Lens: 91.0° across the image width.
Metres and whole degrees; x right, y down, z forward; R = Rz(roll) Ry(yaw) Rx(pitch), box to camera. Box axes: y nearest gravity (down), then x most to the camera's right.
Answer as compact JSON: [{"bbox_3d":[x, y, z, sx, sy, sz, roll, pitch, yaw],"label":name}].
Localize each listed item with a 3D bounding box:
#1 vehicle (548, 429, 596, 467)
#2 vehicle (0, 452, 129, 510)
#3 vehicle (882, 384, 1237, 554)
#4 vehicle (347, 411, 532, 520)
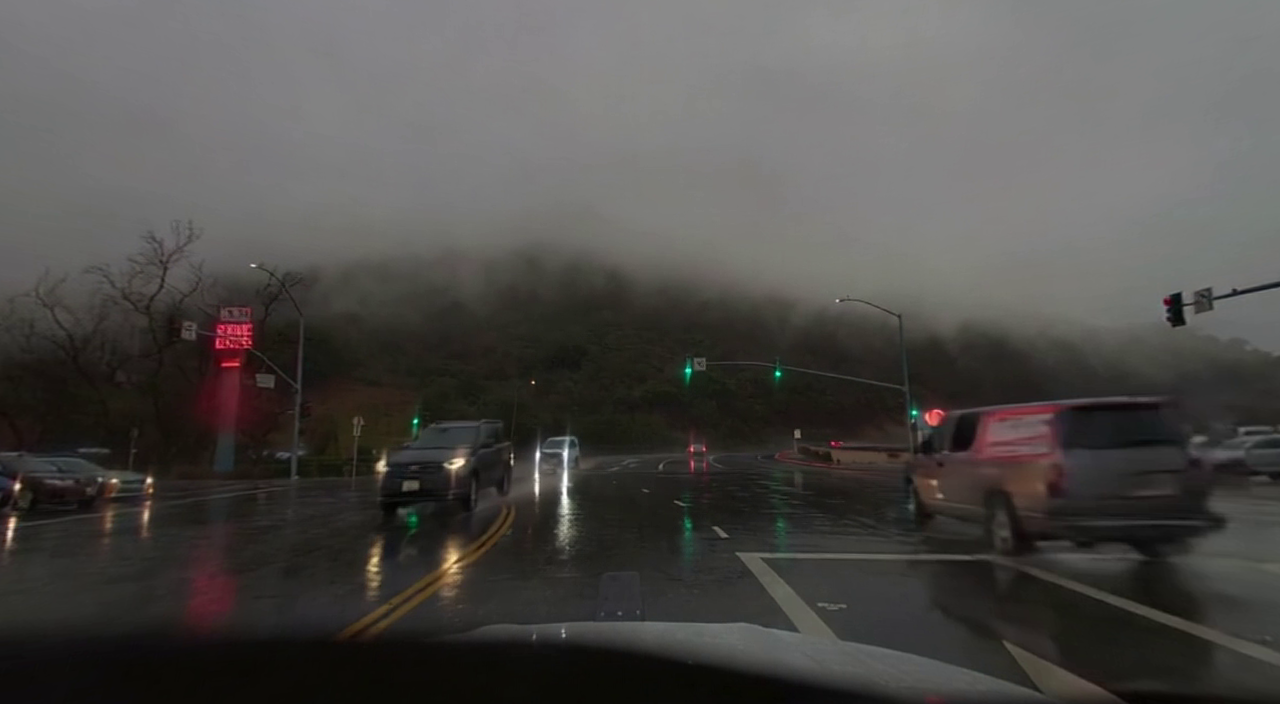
[{"bbox_3d":[-4.312,6.234,40.940,2.318,2.325,5.910,0,-8,1],"label":"vehicle"},{"bbox_3d":[-19.792,4.140,20.518,4.440,1.748,2.033,0,-9,1],"label":"vehicle"},{"bbox_3d":[6.495,1.904,10.862,2.388,2.201,5.139,0,-9,-2],"label":"vehicle"},{"bbox_3d":[-4.542,2.701,15.525,2.662,2.197,5.454,0,-8,1],"label":"vehicle"}]
